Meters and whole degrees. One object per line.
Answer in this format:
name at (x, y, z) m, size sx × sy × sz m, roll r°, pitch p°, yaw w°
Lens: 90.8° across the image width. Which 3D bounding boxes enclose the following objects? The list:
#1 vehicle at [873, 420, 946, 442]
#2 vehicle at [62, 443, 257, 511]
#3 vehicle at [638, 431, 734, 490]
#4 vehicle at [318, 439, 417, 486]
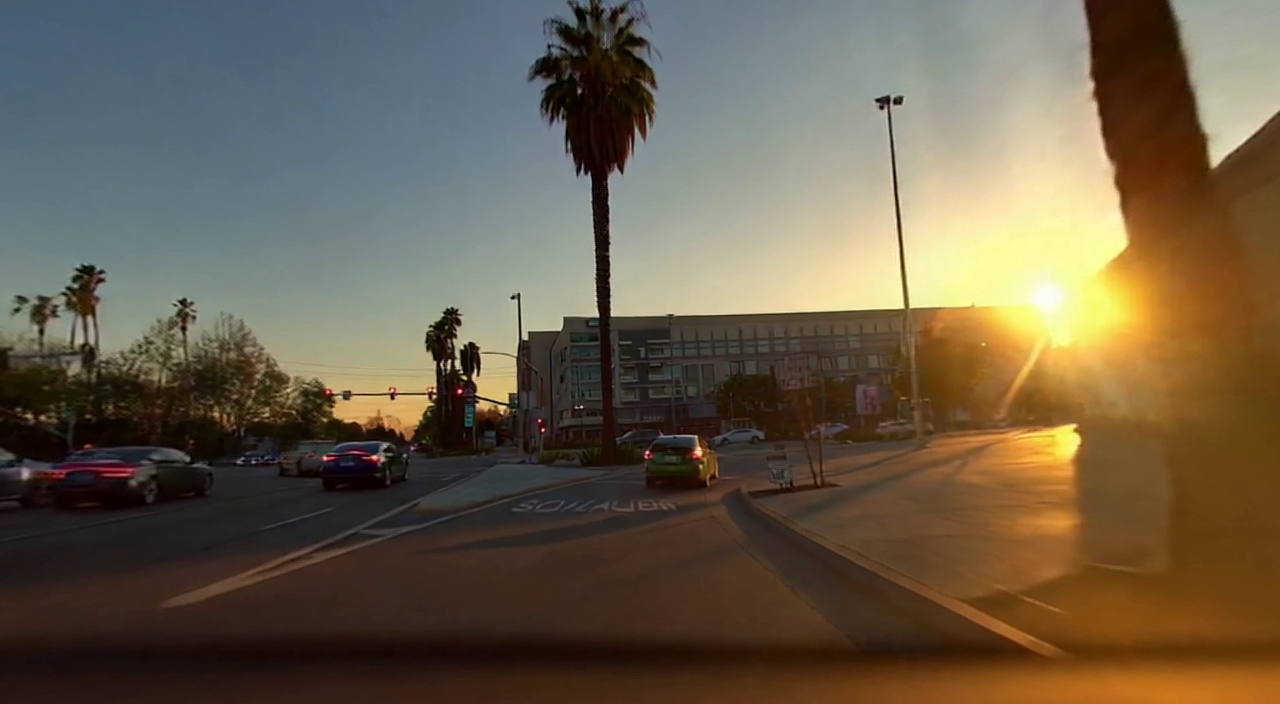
vehicle at (19.918, 5.838, 46.702) m, size 4.458 × 1.589 × 2.044 m, roll 1°, pitch -8°, yaw -8°
vehicle at (-12.031, 3.114, 16.294) m, size 1.905 × 1.482 × 4.463 m, roll 1°, pitch -9°, yaw -7°
vehicle at (1.497, 3.119, 18.512) m, size 2.070 × 1.493 × 4.570 m, roll -2°, pitch -9°, yaw 13°
vehicle at (-9.603, 3.895, 22.687) m, size 1.912 × 1.487 × 4.471 m, roll 1°, pitch -9°, yaw -6°
